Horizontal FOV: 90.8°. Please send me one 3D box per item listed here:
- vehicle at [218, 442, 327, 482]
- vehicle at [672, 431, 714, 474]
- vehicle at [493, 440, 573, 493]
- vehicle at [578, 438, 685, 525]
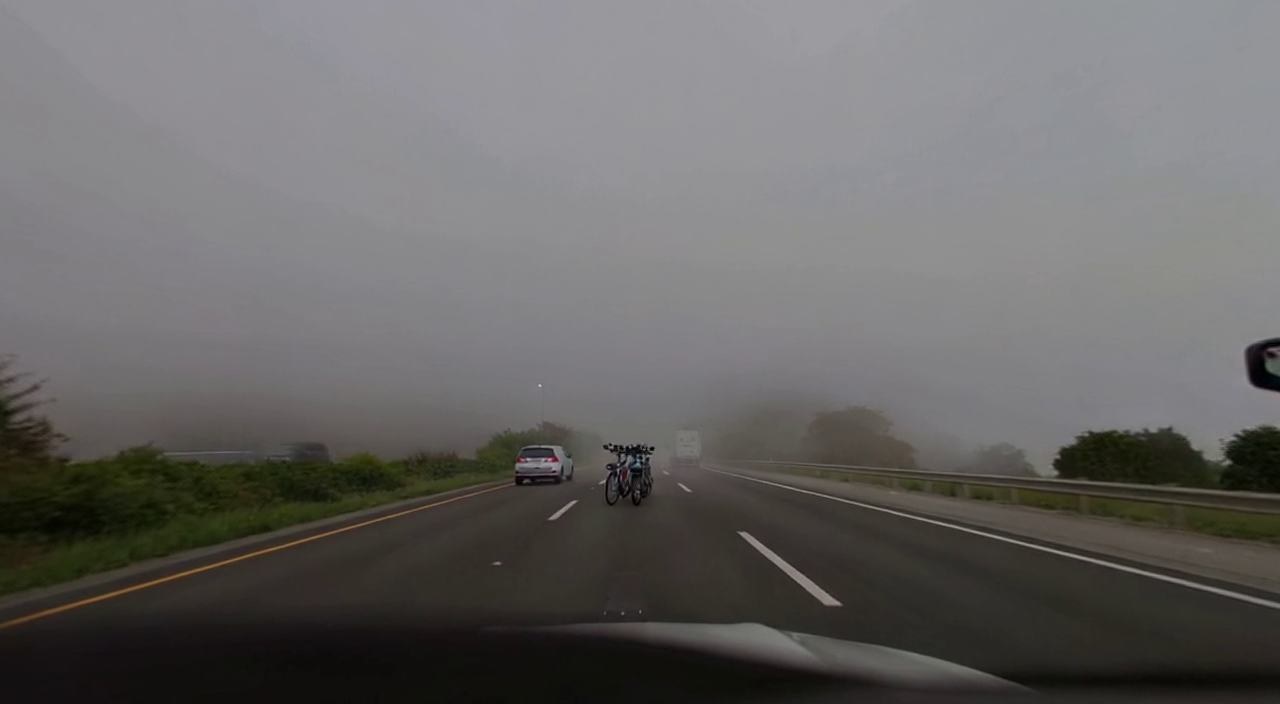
[{"bbox_3d":[-15.674,4.720,27.247,1.985,1.562,4.522,0,-9,0],"label":"vehicle"},{"bbox_3d":[3.452,6.709,42.160,2.234,2.679,5.372,0,-9,-1],"label":"vehicle"},{"bbox_3d":[-3.707,4.074,22.729,1.985,1.671,4.604,0,-9,1],"label":"vehicle"},{"bbox_3d":[-0.142,2.673,13.442,1.973,1.574,3.426,0,-9,1],"label":"vehicle"}]
